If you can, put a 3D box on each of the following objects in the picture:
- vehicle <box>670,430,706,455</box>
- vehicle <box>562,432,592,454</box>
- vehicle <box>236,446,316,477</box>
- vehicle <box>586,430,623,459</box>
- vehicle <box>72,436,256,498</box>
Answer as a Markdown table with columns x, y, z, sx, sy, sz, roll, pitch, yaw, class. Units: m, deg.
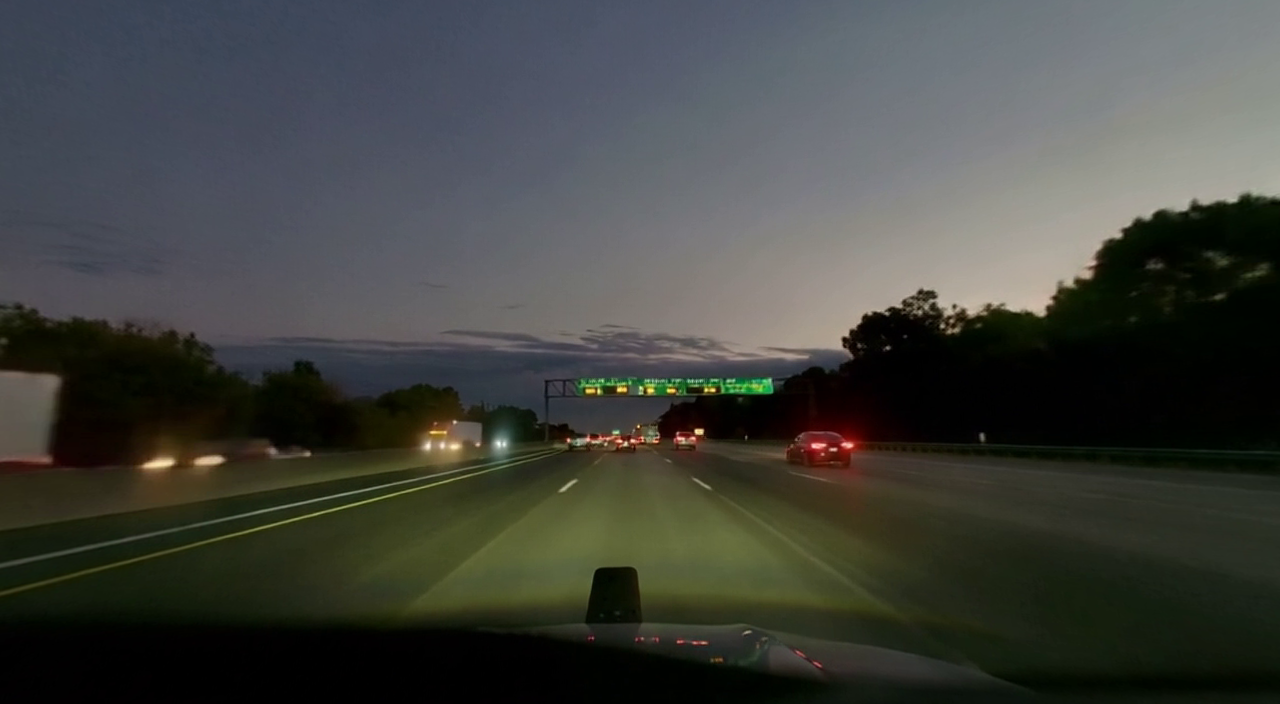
| x | y | z | sx | sy | sz | roll | pitch | yaw | class |
| --- | --- | --- | --- | --- | --- | --- | --- | --- | --- |
| 3.303 | 6.297 | 43.960 | 2.066 | 1.673 | 4.225 | 0 | -8 | -2 | vehicle |
| -4.931 | 7.157 | 49.577 | 2.046 | 1.658 | 4.008 | 0 | -8 | -1 | vehicle |
| -19.322 | 5.812 | 33.610 | 1.800 | 1.501 | 3.992 | 0 | -8 | 1 | vehicle |
| -2.110 | 5.519 | 37.646 | 2.119 | 1.629 | 3.946 | 0 | -8 | -3 | vehicle |
| -13.468 | 3.227 | 18.217 | 1.969 | 1.572 | 4.308 | 0 | -8 | 0 | vehicle |
